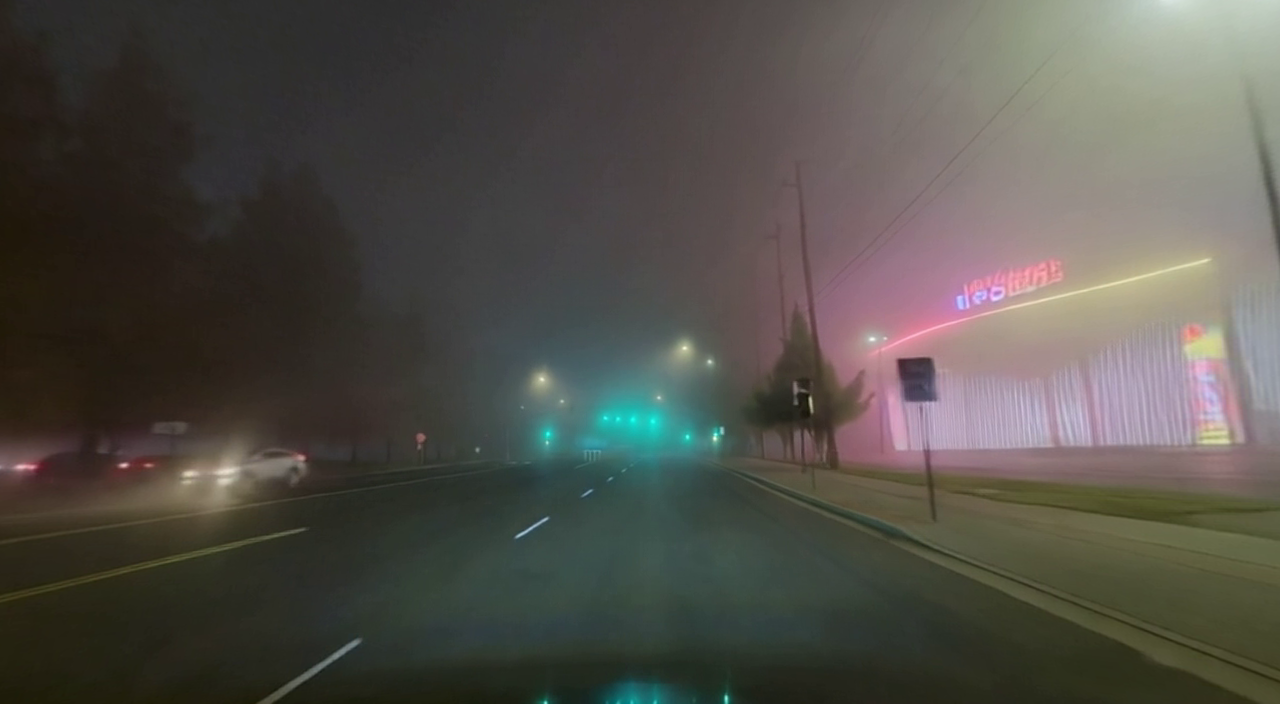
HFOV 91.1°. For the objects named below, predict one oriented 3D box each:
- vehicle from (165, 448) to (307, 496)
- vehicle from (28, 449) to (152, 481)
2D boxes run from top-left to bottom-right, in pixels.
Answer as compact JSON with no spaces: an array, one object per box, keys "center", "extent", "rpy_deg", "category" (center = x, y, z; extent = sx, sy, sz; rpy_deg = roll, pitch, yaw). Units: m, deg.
[{"center":[-14.472,4.280,22.887],"extent":[1.920,1.512,4.657],"rpy_deg":[0,-9,2],"category":"vehicle"},{"center":[-29.124,5.983,33.373],"extent":[4.692,1.576,1.864],"rpy_deg":[0,-9,-2],"category":"vehicle"}]
